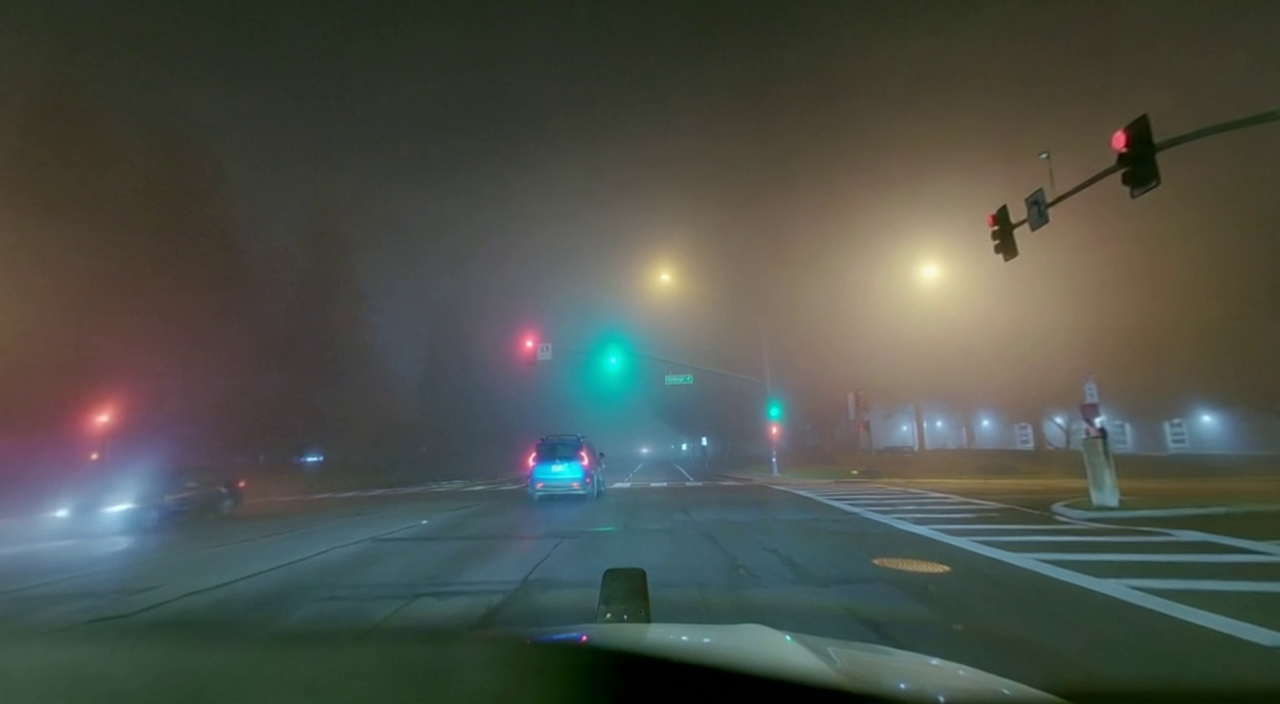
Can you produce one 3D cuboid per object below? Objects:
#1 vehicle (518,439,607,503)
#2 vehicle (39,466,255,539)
[{"bbox_3d":[-2.319,3.716,20.202,2.123,1.799,4.425,-1,-8,2],"label":"vehicle"},{"bbox_3d":[-12.429,3.776,16.357,1.980,1.452,4.318,-1,-8,2],"label":"vehicle"}]
